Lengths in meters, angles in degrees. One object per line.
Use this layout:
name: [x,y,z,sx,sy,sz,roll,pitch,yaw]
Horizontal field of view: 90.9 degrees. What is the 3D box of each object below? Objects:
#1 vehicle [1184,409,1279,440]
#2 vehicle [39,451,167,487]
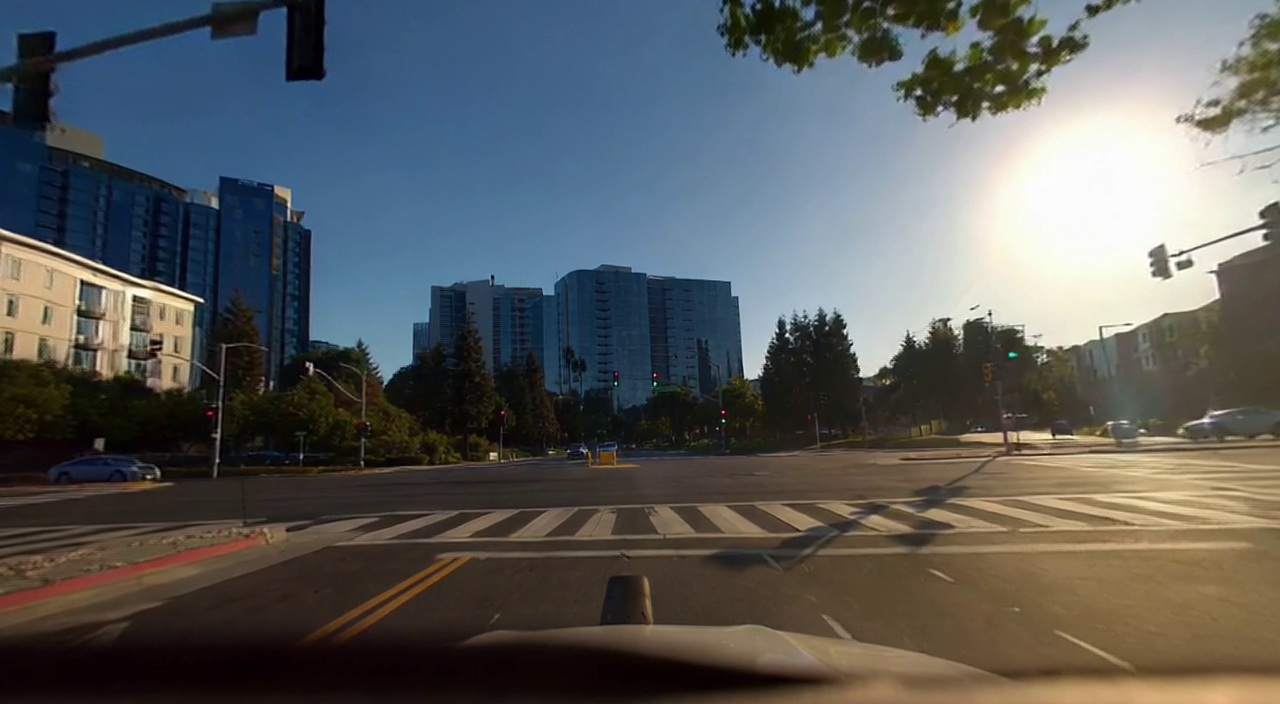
vehicle: [33.938,4.105,35.607,4.483,1.691,1.949,0,-8,1]
vehicle: [-25.163,5.476,29.641,4.332,1.573,1.900,0,-8,3]
